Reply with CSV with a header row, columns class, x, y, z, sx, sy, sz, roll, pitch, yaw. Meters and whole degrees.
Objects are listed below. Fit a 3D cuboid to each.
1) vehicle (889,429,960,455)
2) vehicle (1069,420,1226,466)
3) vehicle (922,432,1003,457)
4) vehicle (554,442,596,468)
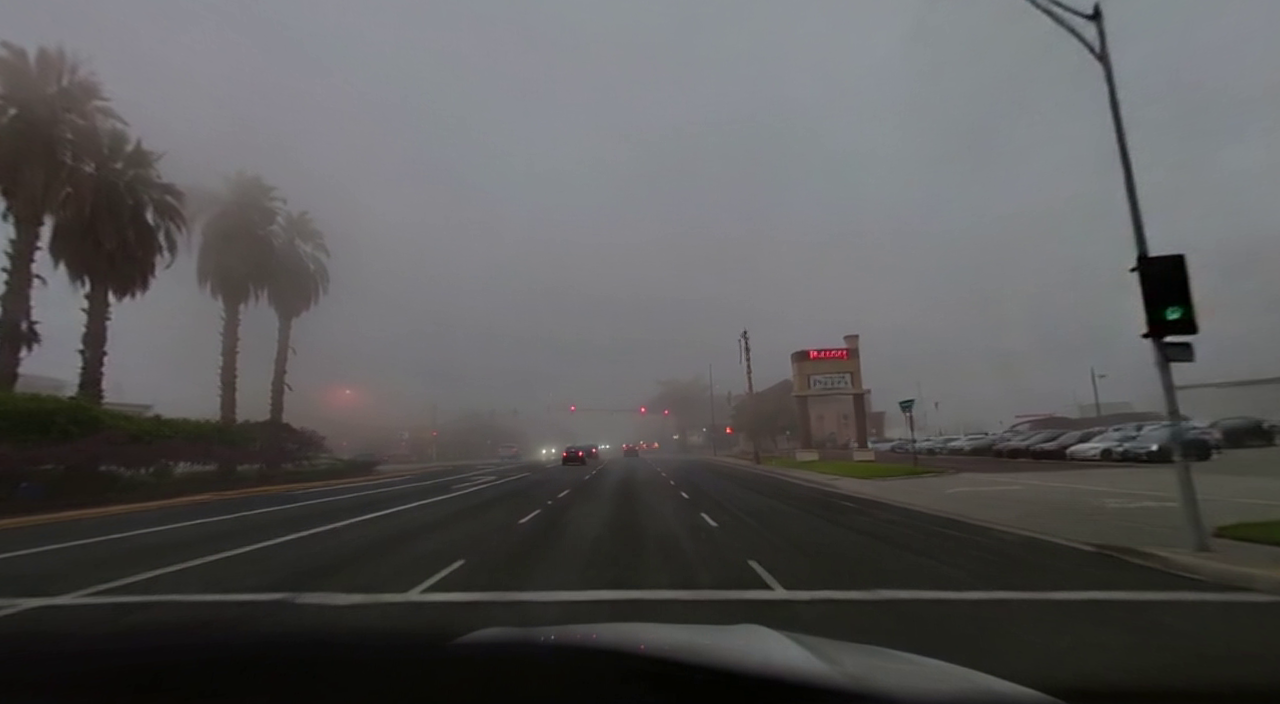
class,x,y,z,sx,sy,sz,roll,pitch,yaw
vehicle,21.366,6.815,47.450,4.600,1.677,1.980,-7,-11,25
vehicle,20.599,3.759,25.919,4.548,1.741,1.971,-4,-10,25
vehicle,21.101,6.083,41.428,4.505,1.584,2.015,-5,-10,27
vehicle,-3.897,6.277,38.740,2.181,1.483,4.123,0,-9,-1
